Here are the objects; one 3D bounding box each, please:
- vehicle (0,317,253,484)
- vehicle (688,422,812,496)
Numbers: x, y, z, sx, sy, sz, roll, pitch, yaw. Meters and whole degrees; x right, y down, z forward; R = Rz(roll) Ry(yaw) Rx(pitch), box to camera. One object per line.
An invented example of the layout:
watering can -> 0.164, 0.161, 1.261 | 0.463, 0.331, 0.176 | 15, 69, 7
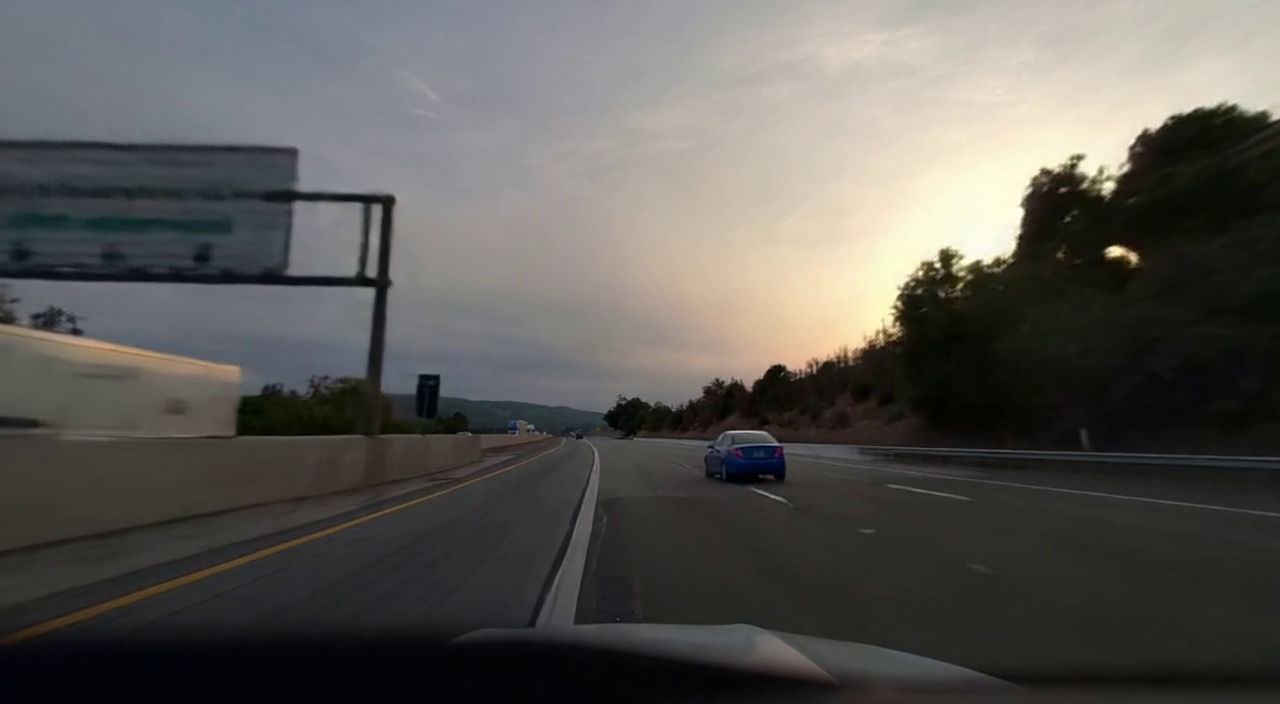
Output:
vehicle -> -14.954, 1.484, 16.504 | 2.715, 3.451, 12.236 | 0, -8, -4
vehicle -> 2.578, 2.637, 15.989 | 1.997, 1.589, 4.179 | 0, -8, -6
